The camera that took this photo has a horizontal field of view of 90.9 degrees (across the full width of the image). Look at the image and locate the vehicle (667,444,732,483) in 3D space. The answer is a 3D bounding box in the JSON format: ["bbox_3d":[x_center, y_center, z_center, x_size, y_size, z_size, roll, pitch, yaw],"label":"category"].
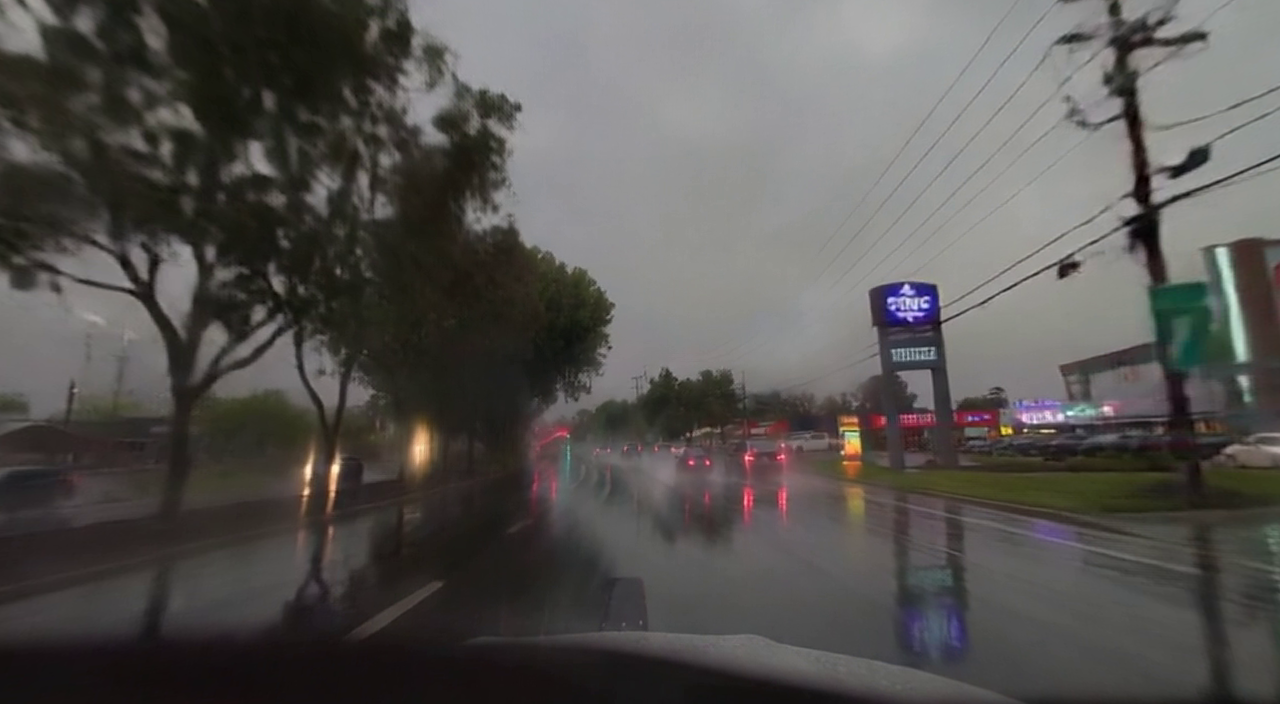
[{"bbox_3d":[2.405,4.627,26.557,2.130,1.476,4.453,0,-9,-2],"label":"vehicle"}]

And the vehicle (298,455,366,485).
[{"bbox_3d":[-17.407,6.678,35.875,1.873,1.507,4.204,0,-8,-3],"label":"vehicle"}]
